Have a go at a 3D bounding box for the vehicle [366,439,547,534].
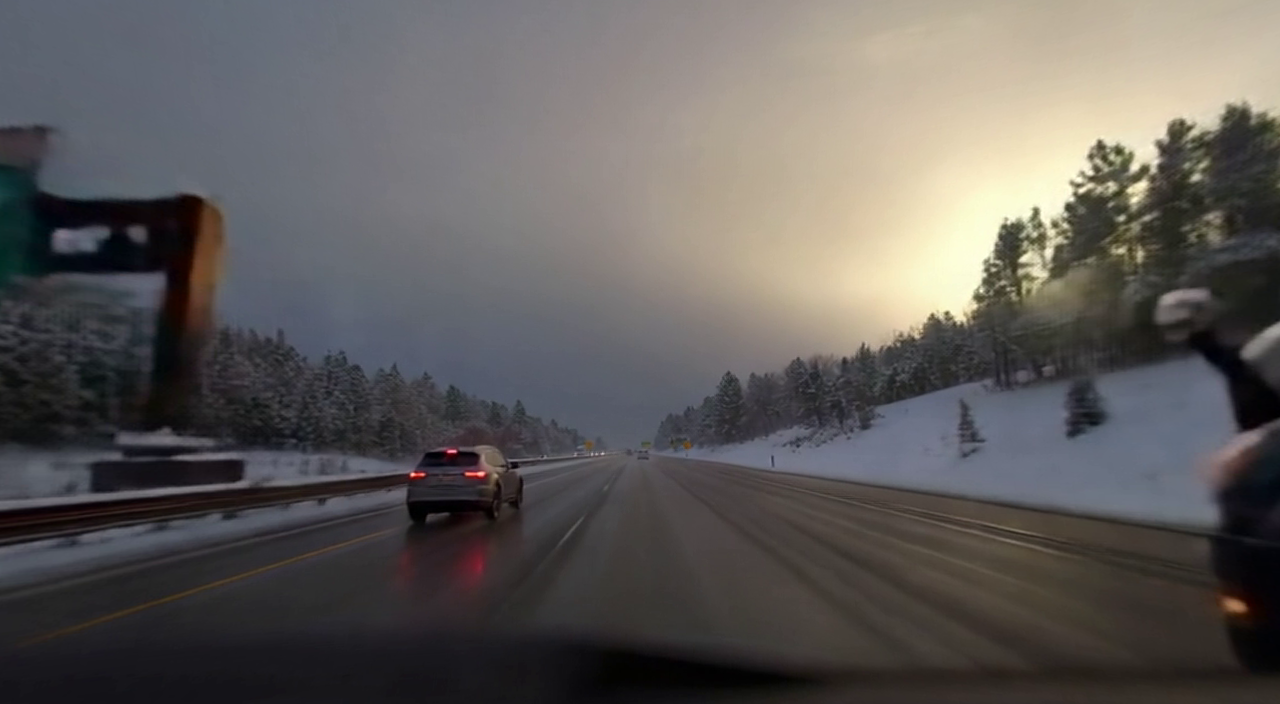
[{"bbox_3d":[-3.229,2.489,12.280,2.054,1.475,4.708,0,-9,1],"label":"vehicle"}]
